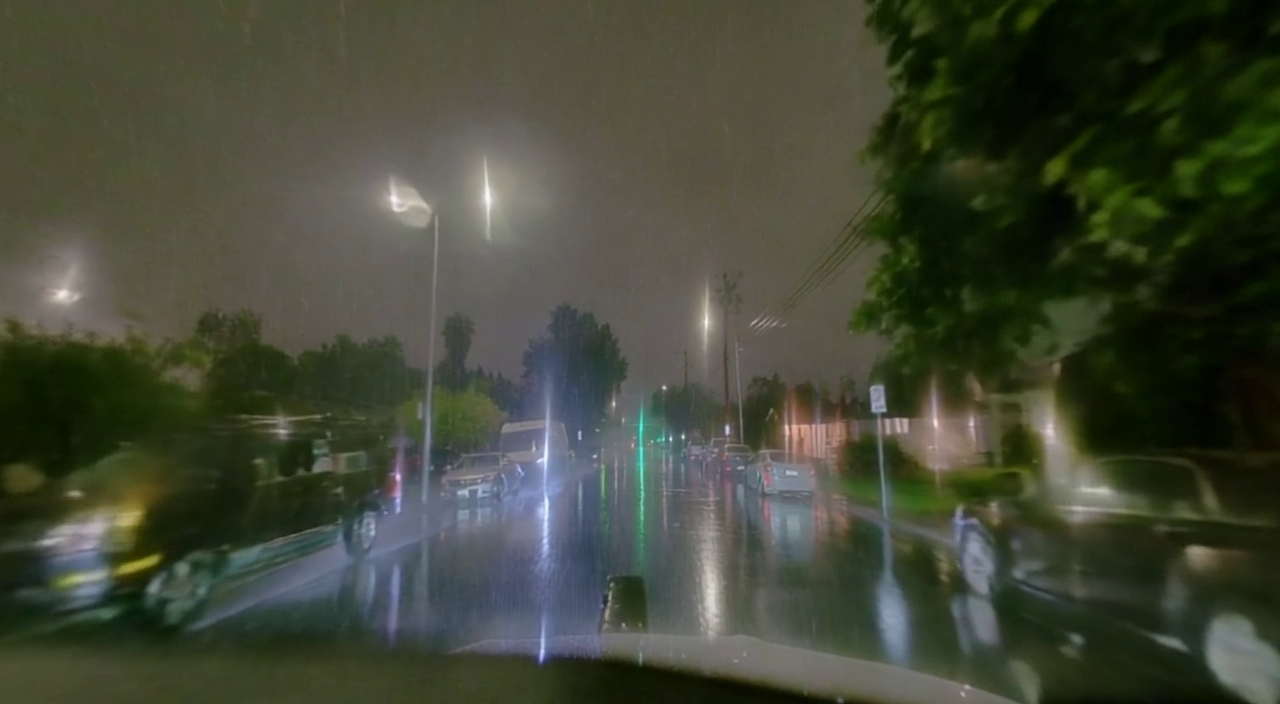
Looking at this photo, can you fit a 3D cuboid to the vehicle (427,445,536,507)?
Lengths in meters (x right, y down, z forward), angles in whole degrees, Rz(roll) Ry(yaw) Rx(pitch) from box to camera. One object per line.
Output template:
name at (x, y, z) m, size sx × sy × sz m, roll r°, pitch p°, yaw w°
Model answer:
vehicle at (-4.713, 3.726, 19.470) m, size 2.023 × 1.568 × 4.942 m, roll -3°, pitch -9°, yaw 1°

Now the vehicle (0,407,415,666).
vehicle at (-4.634, 1.719, 7.186) m, size 2.154 × 1.796 × 5.294 m, roll -2°, pitch -8°, yaw 0°

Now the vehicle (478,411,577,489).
vehicle at (-4.355, 3.954, 25.480) m, size 2.470 × 2.613 × 5.989 m, roll -4°, pitch -9°, yaw 4°

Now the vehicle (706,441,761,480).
vehicle at (4.177, 4.868, 28.587) m, size 1.839 × 1.520 × 4.498 m, roll 3°, pitch -8°, yaw 1°

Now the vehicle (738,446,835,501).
vehicle at (4.229, 3.544, 18.830) m, size 1.846 × 1.351 × 4.272 m, roll 2°, pitch -8°, yaw -1°

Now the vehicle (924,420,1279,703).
vehicle at (4.087, 1.377, 4.324) m, size 2.068 × 1.532 × 4.663 m, roll 5°, pitch -8°, yaw 0°
